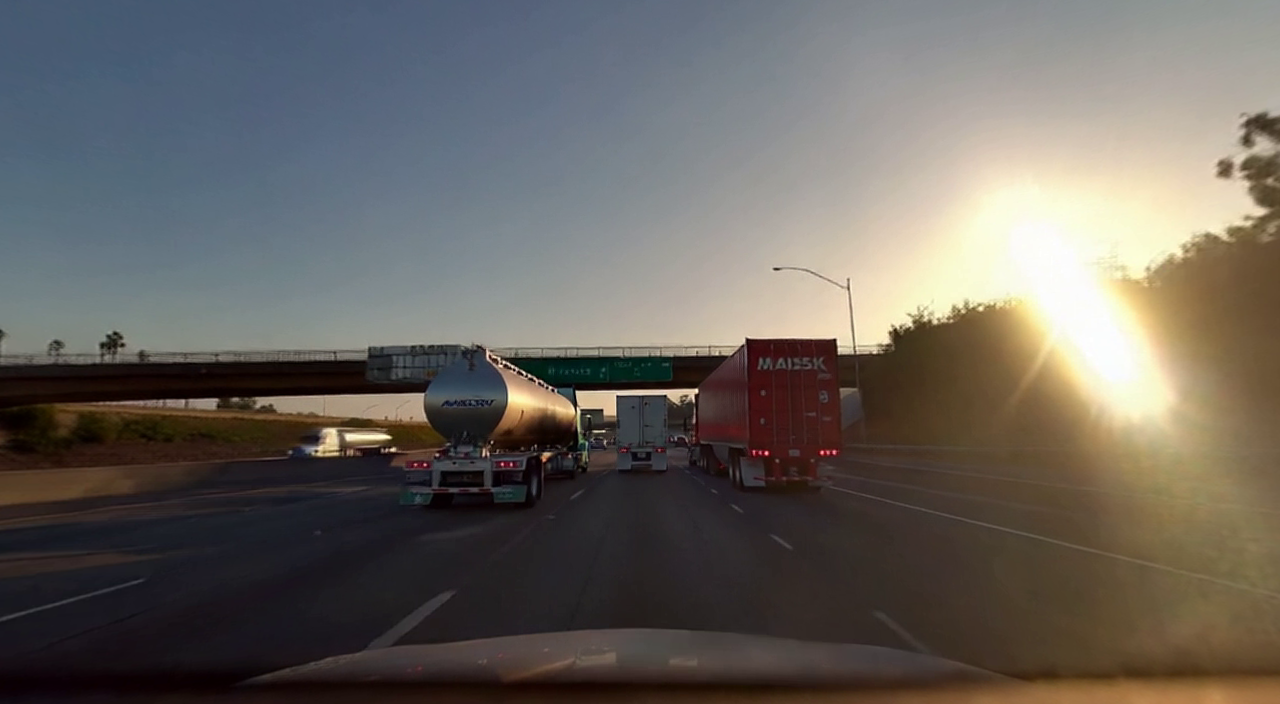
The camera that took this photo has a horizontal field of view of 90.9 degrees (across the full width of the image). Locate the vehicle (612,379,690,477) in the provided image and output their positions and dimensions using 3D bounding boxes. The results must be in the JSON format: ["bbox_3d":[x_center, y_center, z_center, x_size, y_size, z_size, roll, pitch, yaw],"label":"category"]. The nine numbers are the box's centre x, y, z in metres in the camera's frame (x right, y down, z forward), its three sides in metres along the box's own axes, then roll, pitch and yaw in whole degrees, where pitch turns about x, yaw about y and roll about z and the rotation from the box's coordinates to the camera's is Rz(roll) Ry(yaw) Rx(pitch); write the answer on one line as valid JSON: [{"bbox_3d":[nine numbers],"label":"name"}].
[{"bbox_3d":[0.551,4.302,34.116,3.097,3.856,18.209,0,-8,1],"label":"vehicle"}]

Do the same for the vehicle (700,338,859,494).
[{"bbox_3d":[4.418,2.742,24.241,2.887,4.178,14.553,0,-8,0],"label":"vehicle"}]

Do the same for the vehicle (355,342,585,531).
[{"bbox_3d":[-3.403,2.228,16.441,2.786,3.228,11.082,0,-8,1],"label":"vehicle"}]
